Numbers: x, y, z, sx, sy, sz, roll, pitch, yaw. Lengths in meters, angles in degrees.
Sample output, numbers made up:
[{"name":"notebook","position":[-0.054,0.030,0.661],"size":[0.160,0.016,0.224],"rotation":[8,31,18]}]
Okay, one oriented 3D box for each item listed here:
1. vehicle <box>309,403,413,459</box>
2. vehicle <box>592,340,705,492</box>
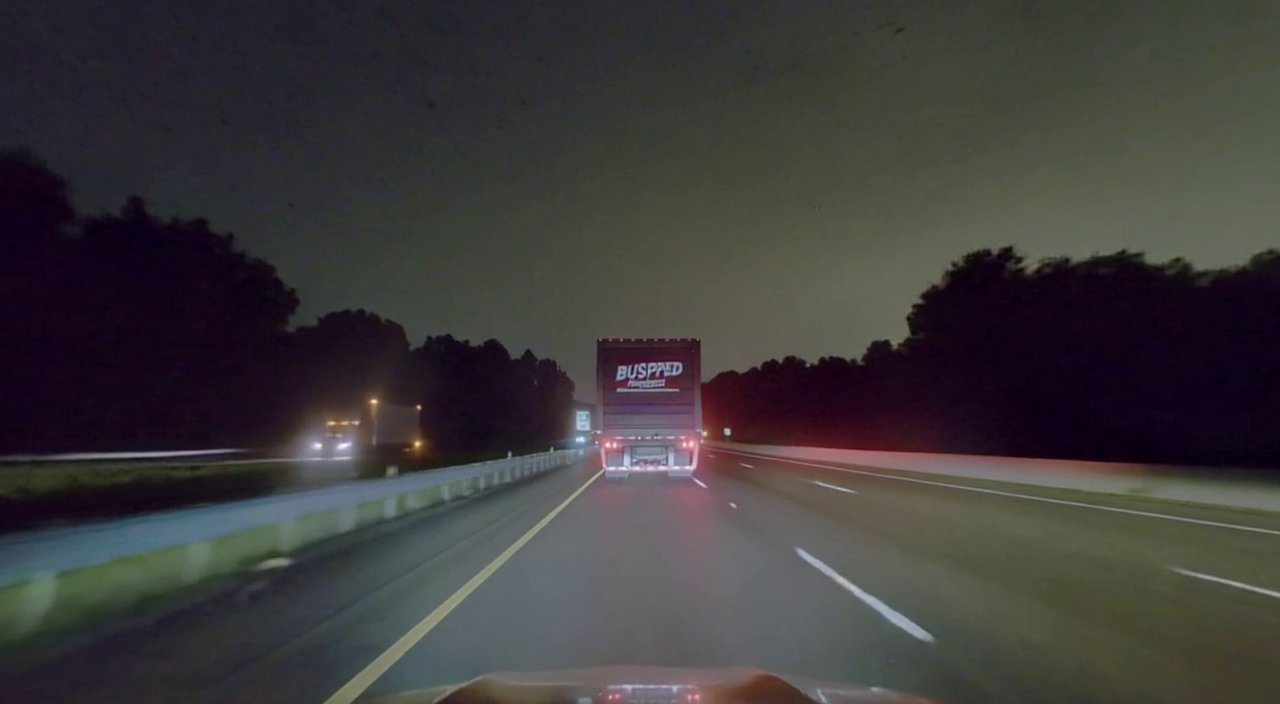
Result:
[{"name":"vehicle","position":[-15.339,4.441,35.207],"size":[2.644,2.823,6.810],"rotation":[0,-8,0]},{"name":"vehicle","position":[0.132,2.200,20.553],"size":[2.870,3.911,8.697],"rotation":[0,-8,-1]}]
